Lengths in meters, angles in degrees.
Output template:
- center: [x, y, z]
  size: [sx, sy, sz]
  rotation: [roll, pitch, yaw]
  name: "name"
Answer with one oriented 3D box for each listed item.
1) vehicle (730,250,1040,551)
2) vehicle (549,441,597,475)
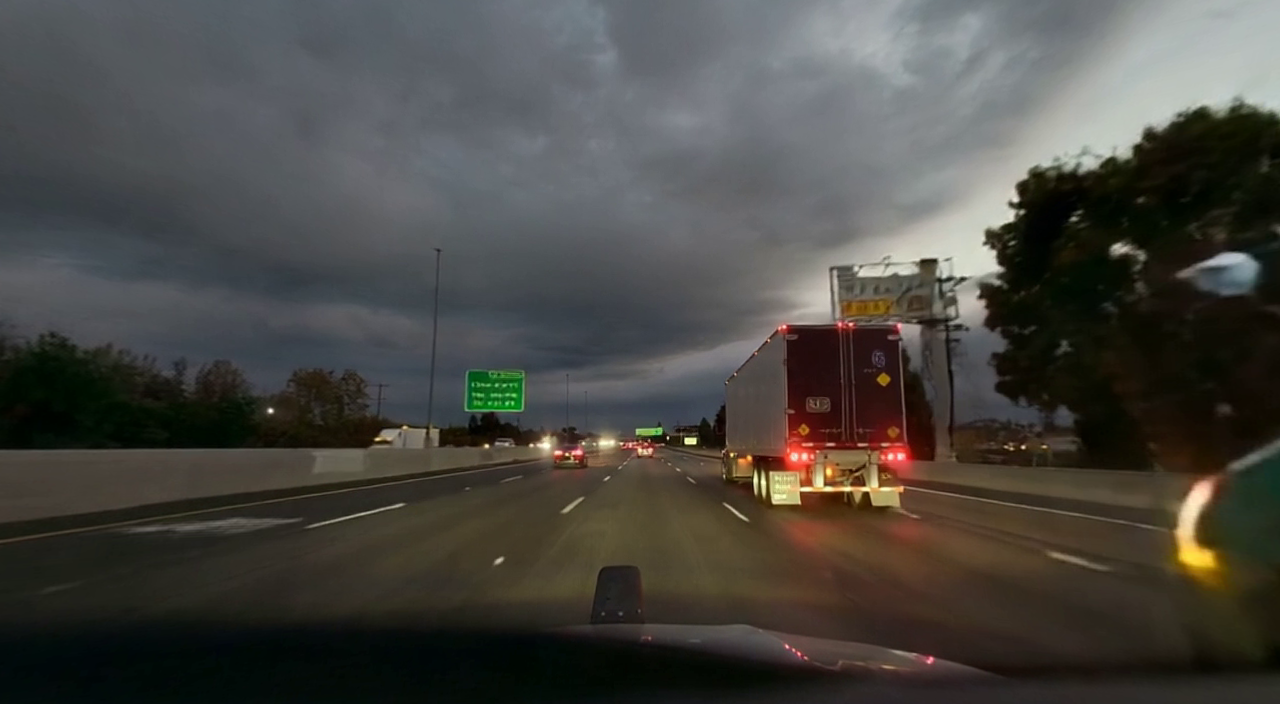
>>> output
- center: [3.734, 1.122, 12.060]
  size: [3.042, 4.037, 7.253]
  rotation: [0, -9, 1]
  name: "vehicle"
- center: [-3.394, 5.486, 32.859]
  size: [2.000, 1.658, 4.155]
  rotation: [0, -9, 1]
  name: "vehicle"
